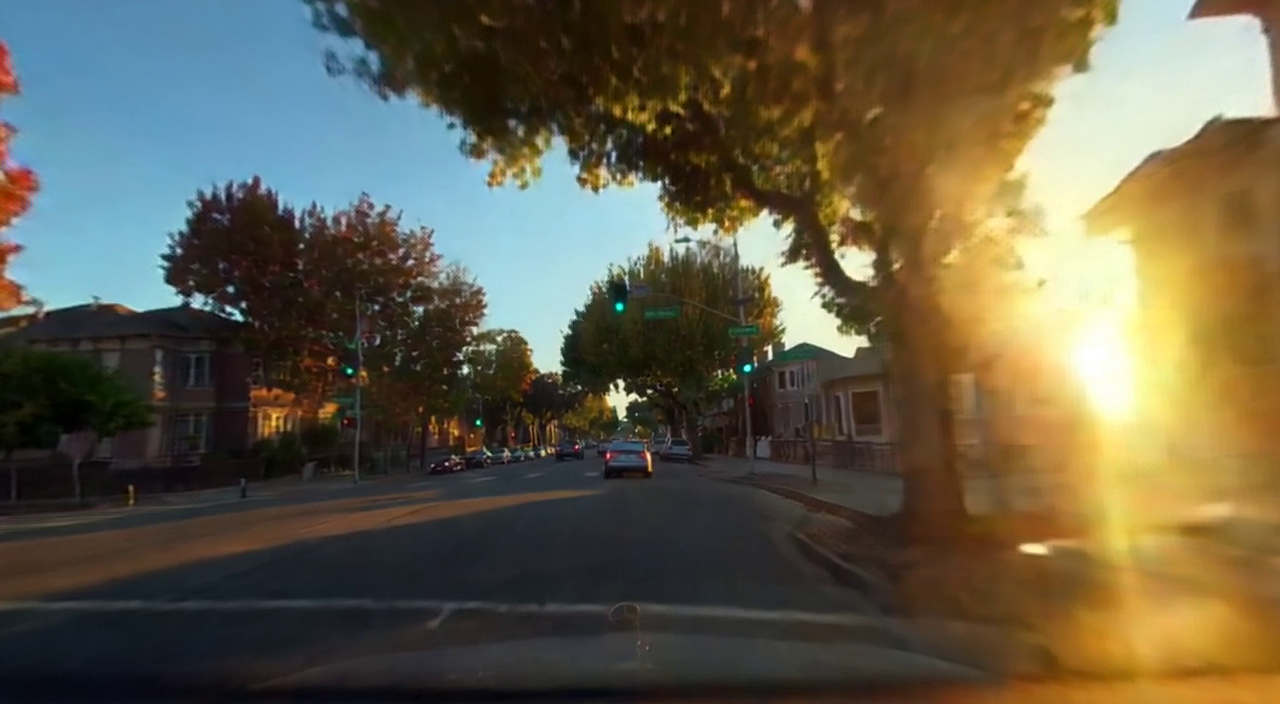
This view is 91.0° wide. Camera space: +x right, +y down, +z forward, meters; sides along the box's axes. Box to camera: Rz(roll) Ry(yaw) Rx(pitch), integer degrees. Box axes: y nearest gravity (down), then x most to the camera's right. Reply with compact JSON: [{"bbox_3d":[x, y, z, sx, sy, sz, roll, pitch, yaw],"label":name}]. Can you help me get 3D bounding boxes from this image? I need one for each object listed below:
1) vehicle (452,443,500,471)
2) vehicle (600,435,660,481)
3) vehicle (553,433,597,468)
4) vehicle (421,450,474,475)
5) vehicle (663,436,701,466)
[{"bbox_3d":[-12.358,7.928,47.842,2.109,1.941,6.025,0,-8,-1],"label":"vehicle"},{"bbox_3d":[-0.352,3.828,23.011,1.998,1.518,4.015,0,-8,-1],"label":"vehicle"},{"bbox_3d":[-3.627,5.566,35.747,1.983,1.841,4.013,0,-8,1],"label":"vehicle"},{"bbox_3d":[-12.233,7.020,40.306,1.913,1.475,4.372,0,-8,1],"label":"vehicle"},{"bbox_3d":[2.538,6.060,38.717,1.969,1.725,4.387,0,-8,-1],"label":"vehicle"}]
